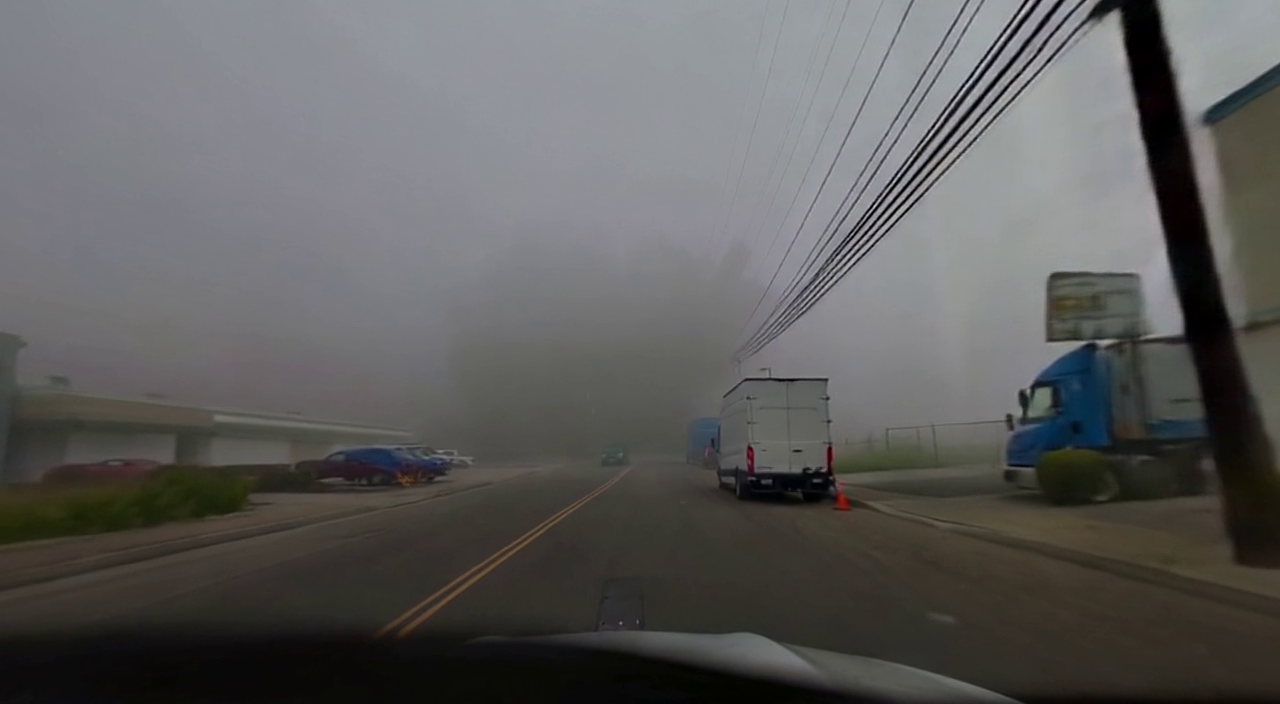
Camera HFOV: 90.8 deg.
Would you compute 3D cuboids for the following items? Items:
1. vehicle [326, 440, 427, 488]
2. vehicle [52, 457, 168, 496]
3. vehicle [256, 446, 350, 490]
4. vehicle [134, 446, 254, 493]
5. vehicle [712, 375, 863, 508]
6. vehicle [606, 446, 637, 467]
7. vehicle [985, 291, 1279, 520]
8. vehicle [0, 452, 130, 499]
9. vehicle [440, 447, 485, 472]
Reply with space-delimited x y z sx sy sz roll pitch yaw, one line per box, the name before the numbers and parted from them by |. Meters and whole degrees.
vehicle | -11.974 5.109 29.232 2.287 1.975 5.511 0 -8 0
vehicle | -22.859 5.342 27.439 1.833 1.454 3.782 0 -8 -2
vehicle | -14.947 5.125 28.335 1.971 1.789 4.360 0 -8 -3
vehicle | -20.091 5.264 28.806 2.026 1.885 4.932 0 -8 -3
vehicle | 4.097 2.783 19.589 2.871 3.301 7.433 0 -8 0
vehicle | -1.389 8.126 49.268 1.988 1.479 4.485 -1 -8 5
vehicle | 10.311 1.228 12.605 2.764 3.329 6.843 0 -8 -1
vehicle | -25.410 5.381 27.947 2.092 1.806 4.601 0 -9 -6
vehicle | -13.121 7.957 46.913 2.078 1.674 4.652 -2 -9 -1
